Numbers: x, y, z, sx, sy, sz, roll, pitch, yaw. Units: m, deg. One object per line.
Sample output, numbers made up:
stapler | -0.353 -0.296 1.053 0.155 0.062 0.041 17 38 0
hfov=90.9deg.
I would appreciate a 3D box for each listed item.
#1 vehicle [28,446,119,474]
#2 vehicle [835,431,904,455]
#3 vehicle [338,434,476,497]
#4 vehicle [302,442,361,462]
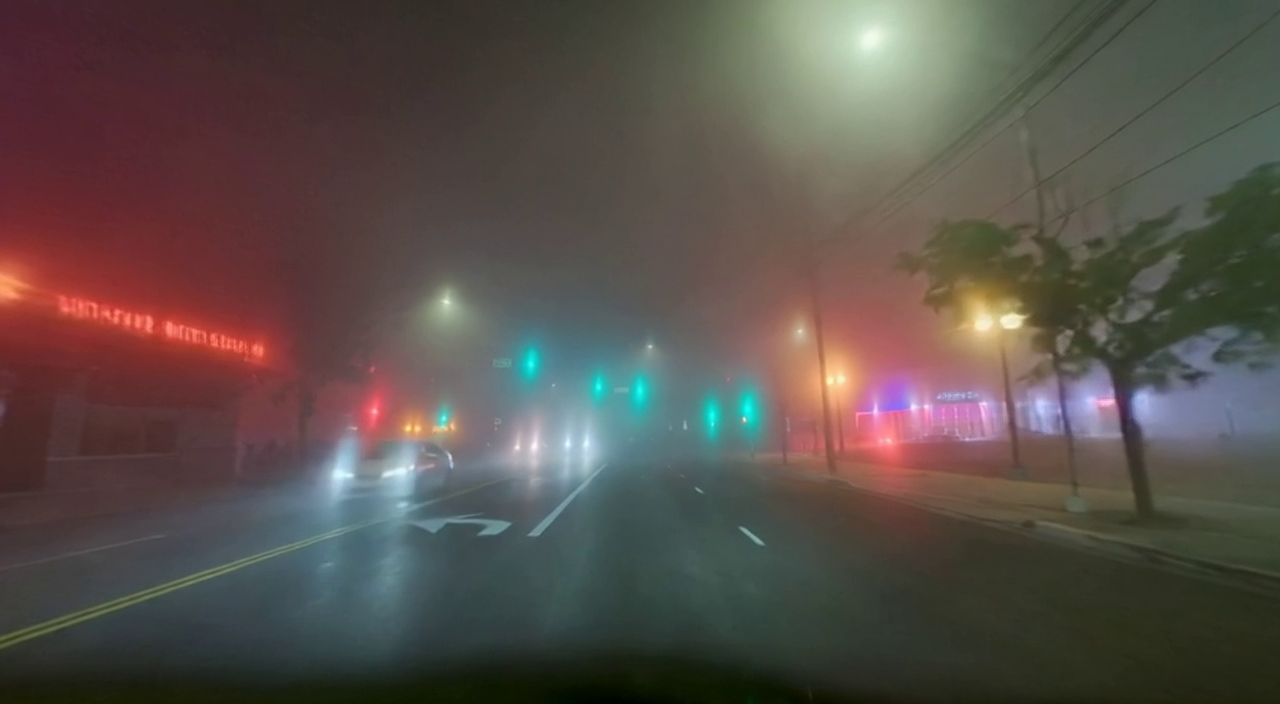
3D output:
vehicle | -38.604 7.350 43.010 4.400 1.668 1.976 -3 -7 2
vehicle | 16.784 6.679 46.241 4.299 1.679 2.011 0 -8 0
vehicle | -6.177 3.044 17.405 2.097 1.495 4.489 0 -8 0
vehicle | -24.310 7.871 49.776 3.760 1.480 1.795 2 -8 -13
